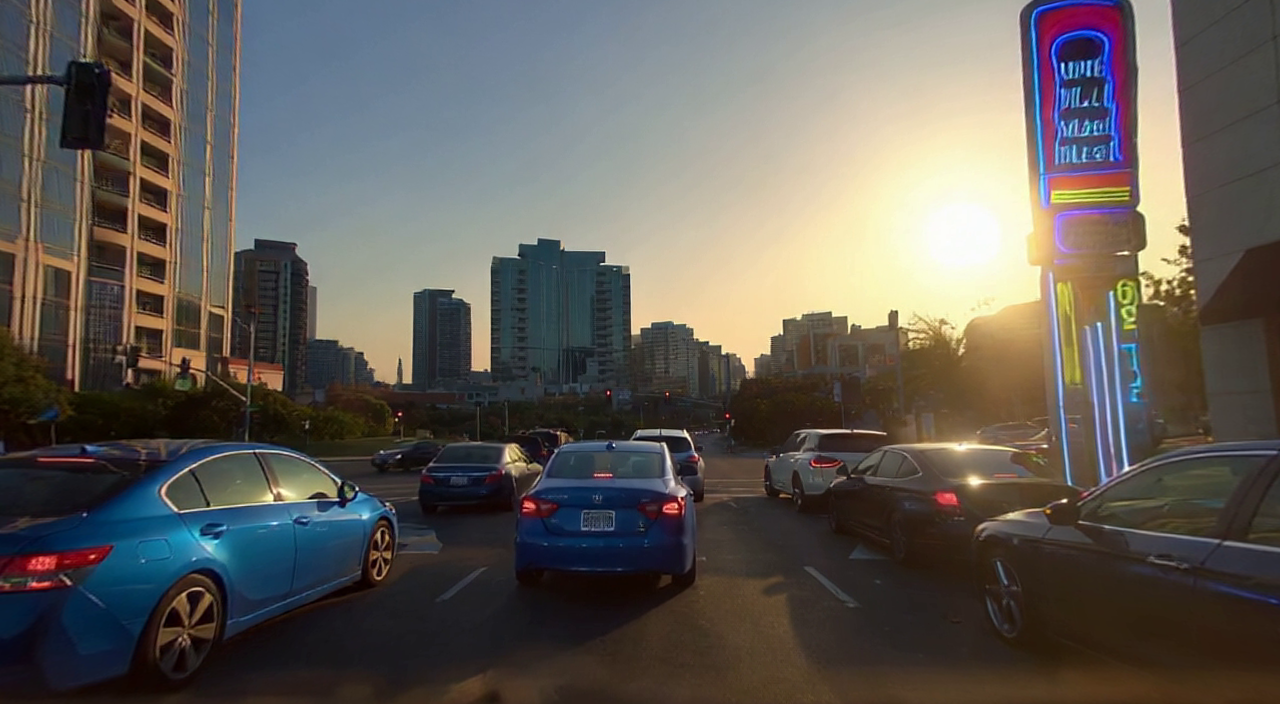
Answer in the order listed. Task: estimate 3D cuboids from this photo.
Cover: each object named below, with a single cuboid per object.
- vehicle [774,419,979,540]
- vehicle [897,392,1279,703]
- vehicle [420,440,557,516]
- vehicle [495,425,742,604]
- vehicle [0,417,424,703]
[{"bbox_3d":[3.763,2.104,10.990,2.007,1.683,4.171,0,-8,1],"label":"vehicle"},{"bbox_3d":[3.442,1.116,3.792,1.981,1.499,4.536,0,-8,2],"label":"vehicle"},{"bbox_3d":[-3.197,2.736,14.229,1.839,1.438,4.109,-1,-8,3],"label":"vehicle"},{"bbox_3d":[-0.170,1.663,7.340,2.059,1.477,3.988,0,-8,0],"label":"vehicle"},{"bbox_3d":[-3.410,1.321,4.755,1.980,1.454,4.226,0,-8,1],"label":"vehicle"}]
